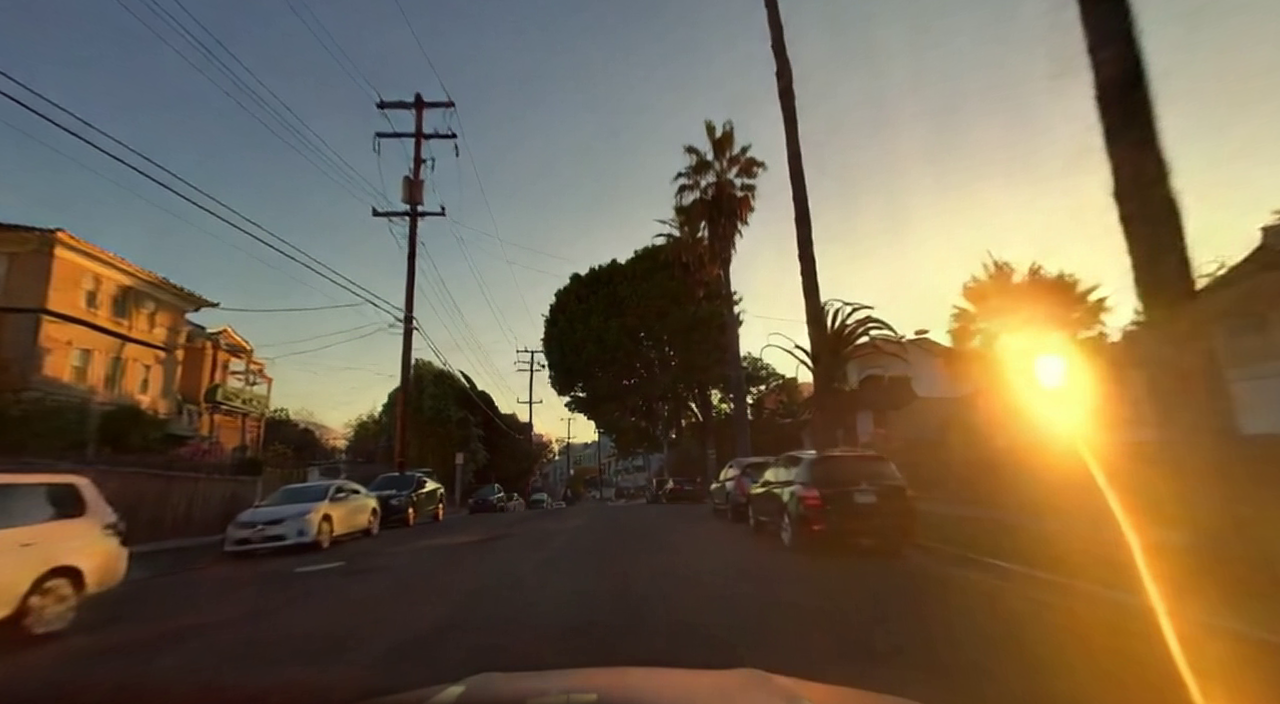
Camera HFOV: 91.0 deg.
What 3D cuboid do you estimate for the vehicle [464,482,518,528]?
[{"bbox_3d":[-7.557,7.780,32.372,1.933,1.824,5.142,0,-8,-5],"label":"vehicle"}]

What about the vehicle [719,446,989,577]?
[{"bbox_3d":[2.844,2.222,9.805,2.212,1.476,4.678,1,-8,-5],"label":"vehicle"}]

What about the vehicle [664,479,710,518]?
[{"bbox_3d":[2.104,6.739,29.257,1.756,1.455,3.965,0,-8,-1],"label":"vehicle"}]

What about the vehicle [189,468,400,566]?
[{"bbox_3d":[-6.706,3.213,12.911,1.960,1.437,4.454,0,-8,-3],"label":"vehicle"}]

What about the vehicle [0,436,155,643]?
[{"bbox_3d":[-6.208,1.479,4.671,1.887,1.706,4.411,0,-8,-4],"label":"vehicle"}]
